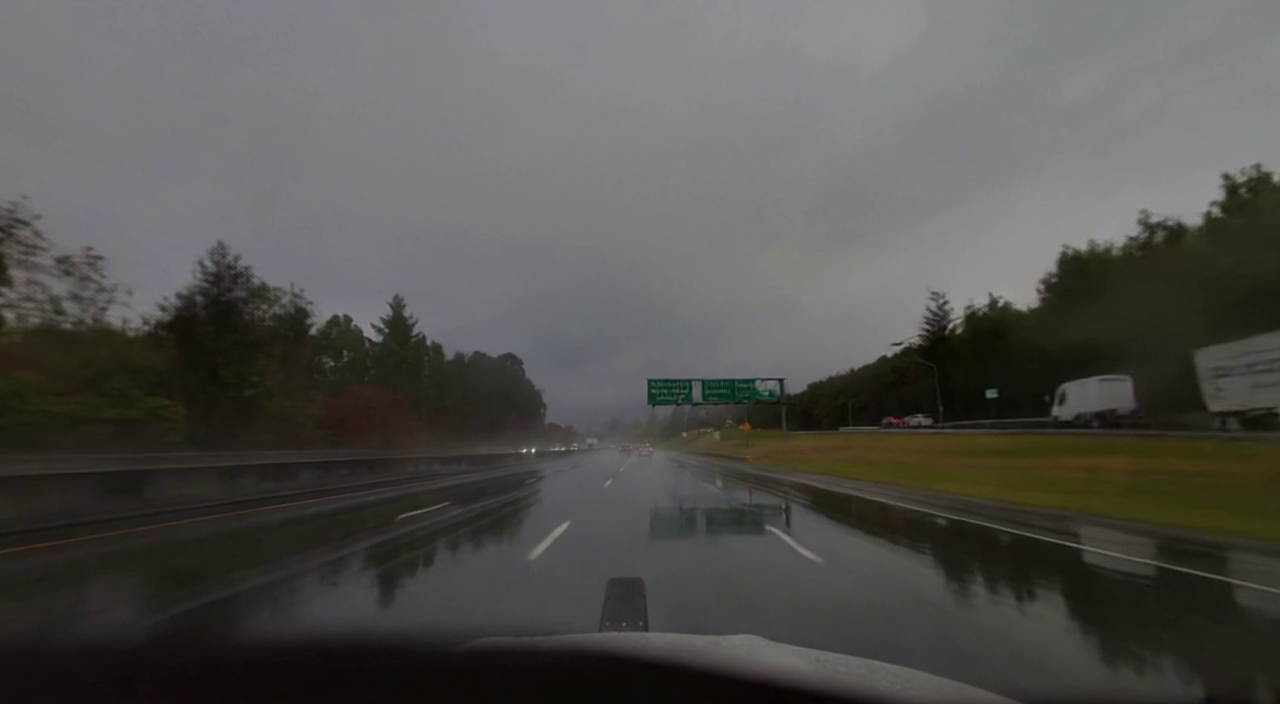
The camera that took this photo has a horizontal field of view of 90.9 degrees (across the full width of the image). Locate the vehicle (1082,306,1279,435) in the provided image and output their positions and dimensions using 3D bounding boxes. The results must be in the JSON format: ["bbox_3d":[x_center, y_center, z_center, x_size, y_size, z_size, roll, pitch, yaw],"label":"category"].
[{"bbox_3d":[23.400,0.718,22.657,2.978,4.245,16.936,0,-8,0],"label":"vehicle"}]
